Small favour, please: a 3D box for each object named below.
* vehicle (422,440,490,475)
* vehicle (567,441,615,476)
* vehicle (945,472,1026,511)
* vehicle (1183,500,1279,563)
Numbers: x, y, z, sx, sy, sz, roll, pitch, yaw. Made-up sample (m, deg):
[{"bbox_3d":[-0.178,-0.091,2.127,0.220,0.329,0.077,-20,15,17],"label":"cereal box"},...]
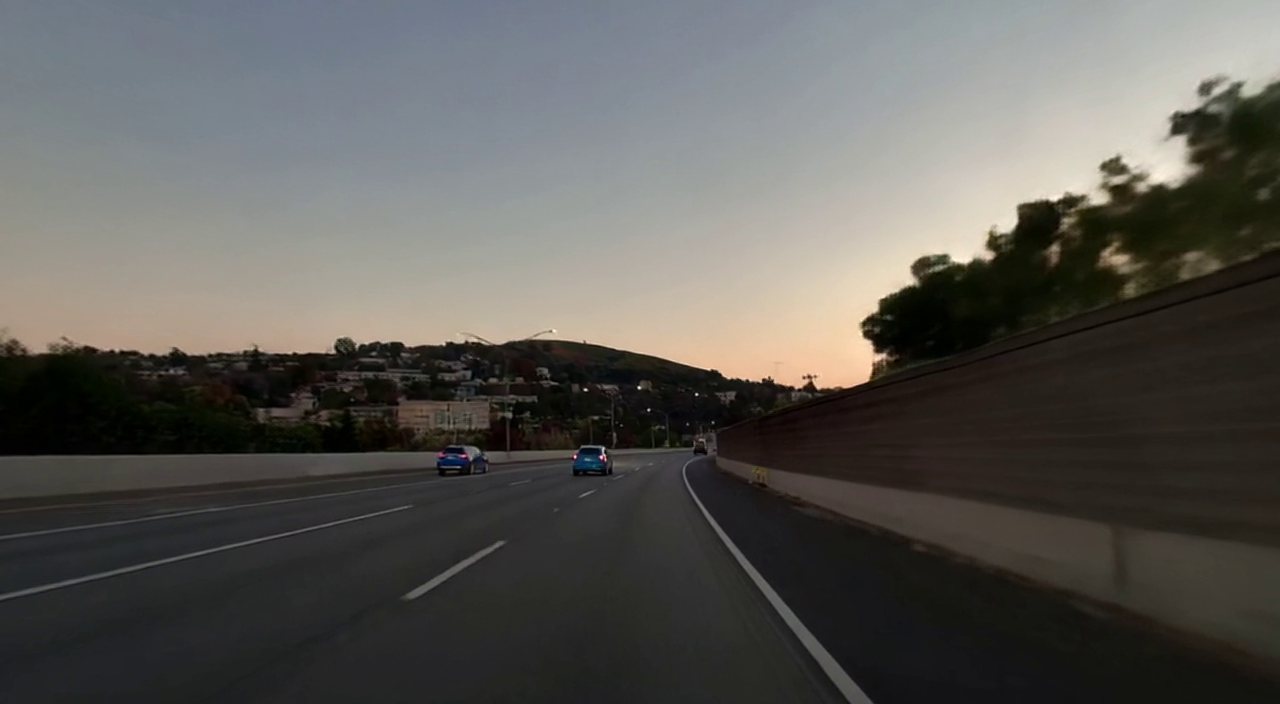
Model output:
[{"bbox_3d":[-9.820,5.648,34.081,2.039,1.746,4.528,-1,-8,4],"label":"vehicle"},{"bbox_3d":[-2.601,5.788,34.452,2.028,1.782,4.150,-1,-8,4],"label":"vehicle"},{"bbox_3d":[25.579,10.311,47.065,2.775,2.408,6.139,-1,-8,3],"label":"vehicle"},{"bbox_3d":[20.003,5.671,19.964,1.786,1.559,4.496,-1,-8,3],"label":"vehicle"}]
